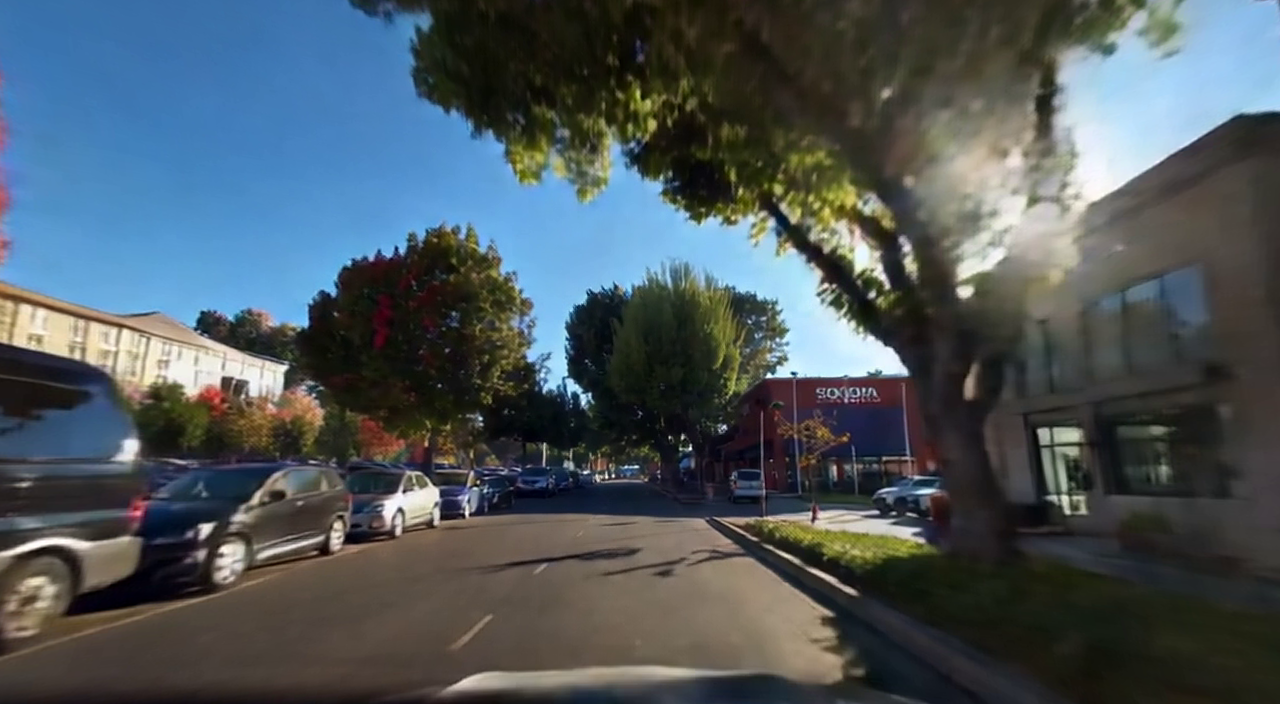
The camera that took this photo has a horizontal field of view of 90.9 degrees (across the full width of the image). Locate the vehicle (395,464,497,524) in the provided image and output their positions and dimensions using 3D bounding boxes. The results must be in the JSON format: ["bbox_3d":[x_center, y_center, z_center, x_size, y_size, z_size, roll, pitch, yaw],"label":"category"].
[{"bbox_3d":[-5.963,4.419,19.962,1.957,1.634,4.164,1,-11,-1],"label":"vehicle"}]

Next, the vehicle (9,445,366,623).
[{"bbox_3d":[-5.617,2.197,8.684,1.848,1.683,4.208,-4,-8,-1],"label":"vehicle"}]

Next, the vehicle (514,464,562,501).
[{"bbox_3d":[-6.124,7.908,38.420,2.196,2.001,5.548,1,-11,-2],"label":"vehicle"}]

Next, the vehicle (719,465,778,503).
[{"bbox_3d":[5.545,6.849,32.814,2.054,1.779,4.650,1,-11,-3],"label":"vehicle"}]

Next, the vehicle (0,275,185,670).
[{"bbox_3d":[-5.660,0.585,3.081,2.526,2.655,5.480,0,-11,1],"label":"vehicle"}]

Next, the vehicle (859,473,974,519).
[{"bbox_3d":[10.135,5.322,23.562,1.926,1.469,4.654,2,-11,-4],"label":"vehicle"}]
